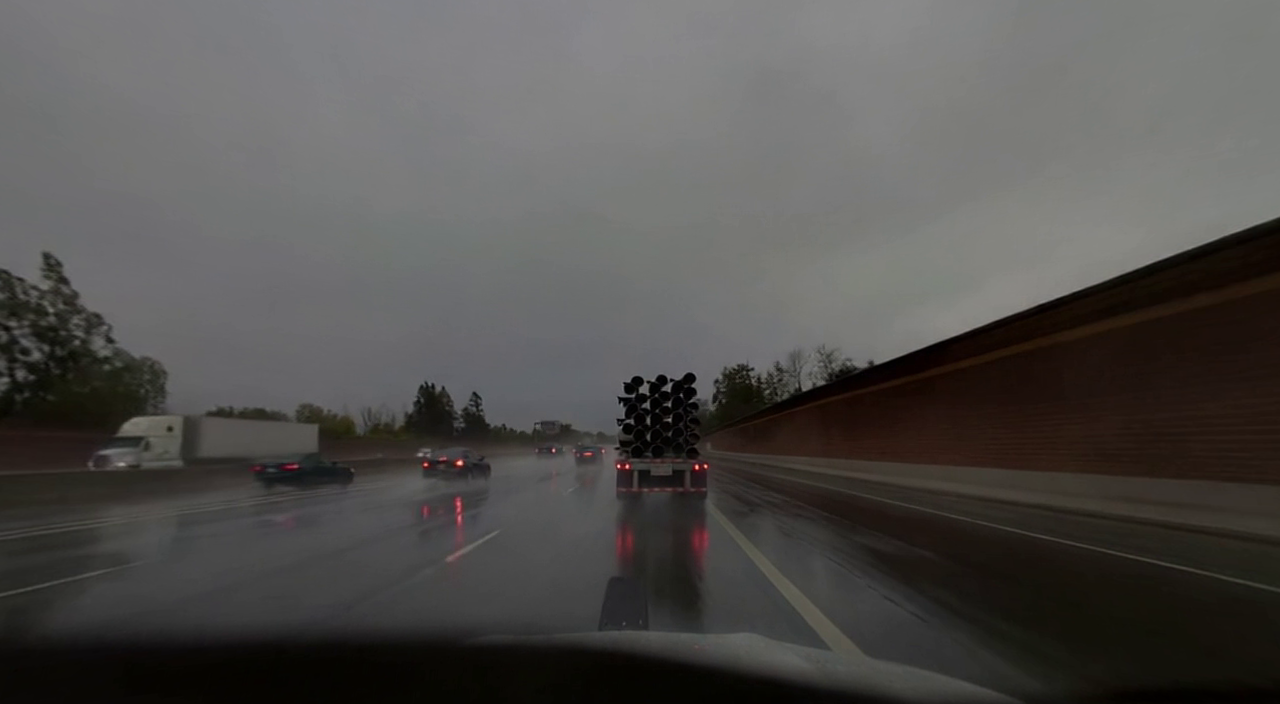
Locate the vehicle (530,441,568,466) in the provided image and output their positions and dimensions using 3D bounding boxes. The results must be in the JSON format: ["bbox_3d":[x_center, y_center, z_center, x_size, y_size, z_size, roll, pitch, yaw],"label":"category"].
[{"bbox_3d":[-7.127,8.001,49.924,2.164,1.874,5.004,0,-8,1],"label":"vehicle"}]

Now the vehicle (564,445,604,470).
[{"bbox_3d":[-3.447,6.576,39.560,1.974,1.475,4.538,0,-8,1],"label":"vehicle"}]

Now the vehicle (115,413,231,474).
[{"bbox_3d":[-29.814,5.859,40.586,3.009,3.610,5.561,0,-8,0],"label":"vehicle"}]

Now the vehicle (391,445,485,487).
[{"bbox_3d":[-7.680,4.372,24.572,2.006,1.458,4.700,0,-8,2],"label":"vehicle"}]

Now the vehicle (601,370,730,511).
[{"bbox_3d":[0.530,2.543,18.056,2.798,3.071,8.412,0,-8,0],"label":"vehicle"}]

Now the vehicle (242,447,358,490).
[{"bbox_3d":[-12.960,4.444,24.446,1.908,1.473,4.552,0,-8,1],"label":"vehicle"}]
